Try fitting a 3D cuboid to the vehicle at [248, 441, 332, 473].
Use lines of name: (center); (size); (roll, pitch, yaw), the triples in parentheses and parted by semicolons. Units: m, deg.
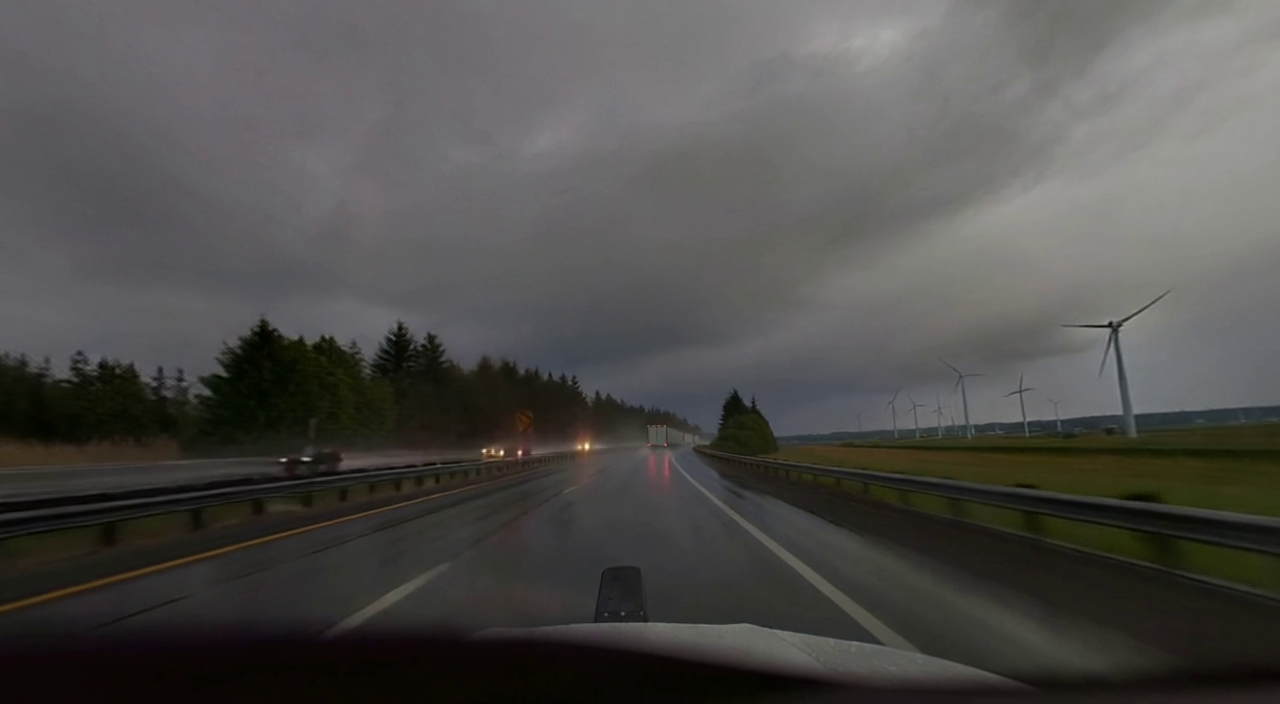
vehicle: (-17.033, 5.119, 30.868); (1.790, 1.442, 3.956); (0, -9, 1)
